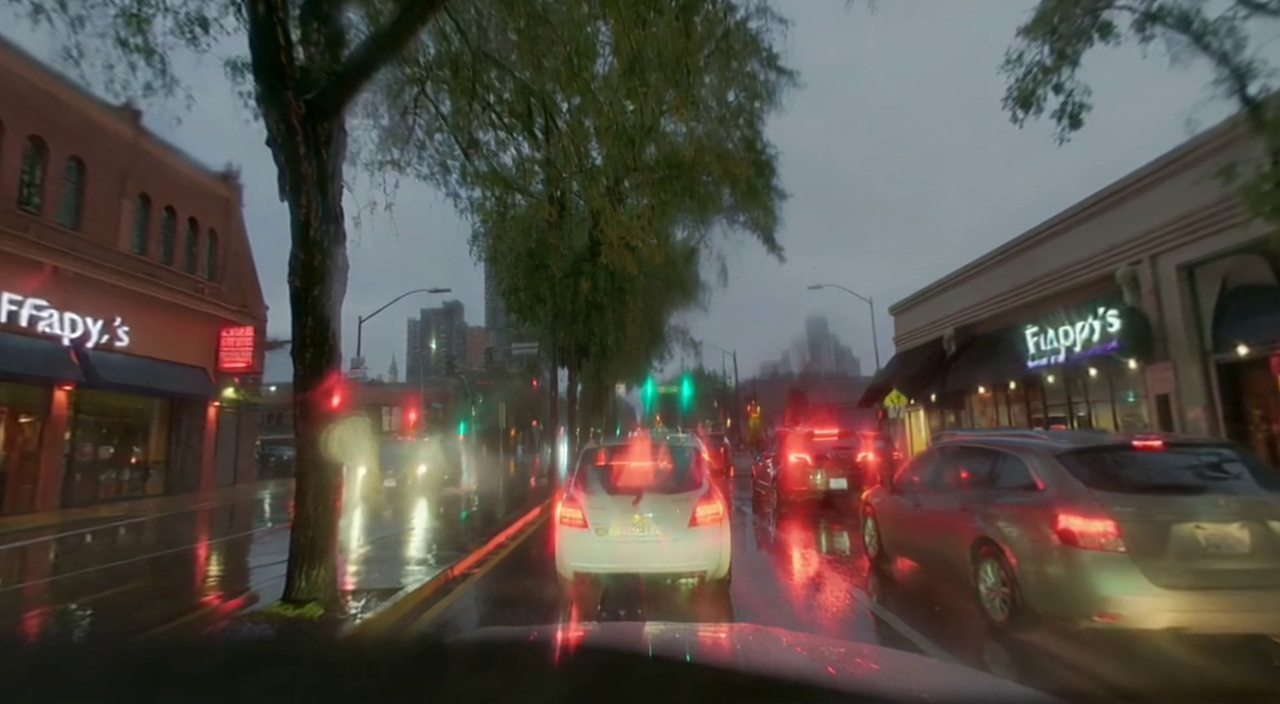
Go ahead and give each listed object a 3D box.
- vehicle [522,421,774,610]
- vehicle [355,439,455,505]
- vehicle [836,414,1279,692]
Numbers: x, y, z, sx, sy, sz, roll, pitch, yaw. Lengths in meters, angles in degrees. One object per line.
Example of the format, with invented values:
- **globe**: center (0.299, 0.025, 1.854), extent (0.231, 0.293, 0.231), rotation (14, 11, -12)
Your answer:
- **vehicle**: center (0.049, 1.577, 6.883), extent (2.006, 1.487, 3.535), rotation (0, -9, 0)
- **vehicle**: center (-6.273, 3.199, 17.401), extent (1.898, 1.542, 4.689), rotation (2, -9, -13)
- **vehicle**: center (3.393, 1.402, 5.569), extent (1.988, 1.480, 4.195), rotation (0, -9, 0)
